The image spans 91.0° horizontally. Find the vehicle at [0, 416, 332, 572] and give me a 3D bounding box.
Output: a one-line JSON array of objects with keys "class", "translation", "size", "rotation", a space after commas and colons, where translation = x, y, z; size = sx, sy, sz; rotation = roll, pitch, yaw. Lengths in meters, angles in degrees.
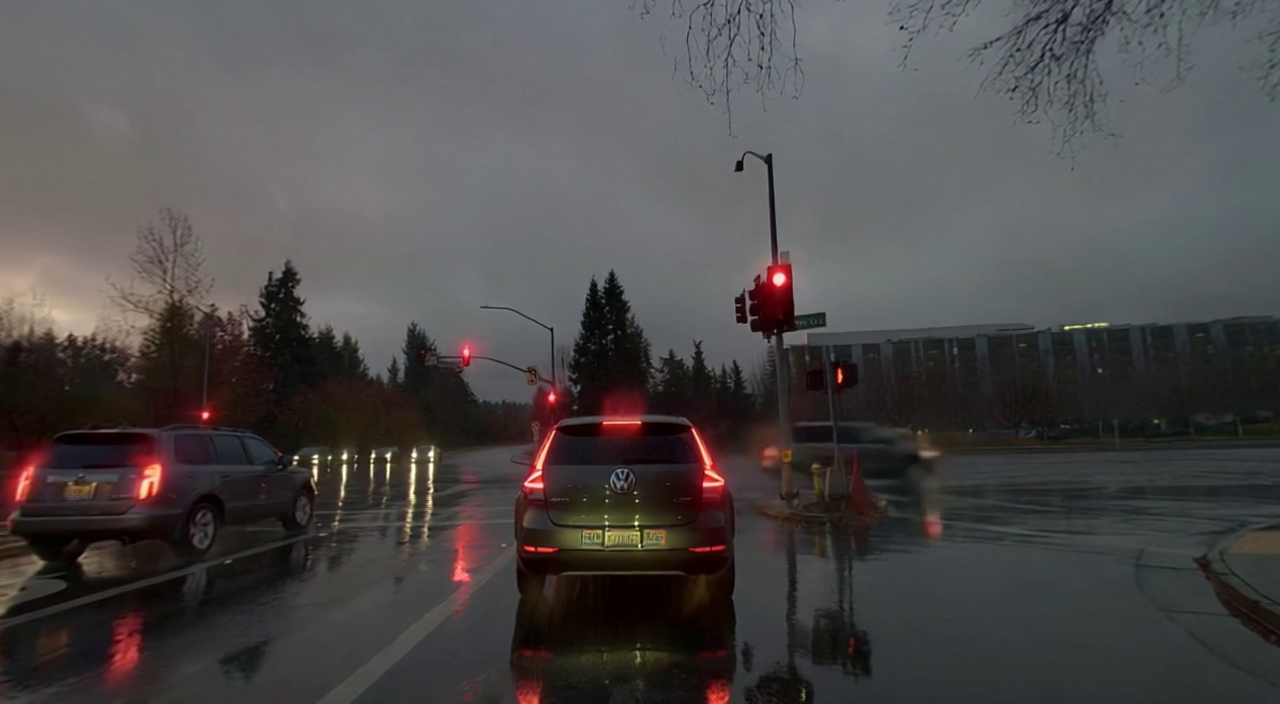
[{"class": "vehicle", "translation": [-6.389, 1.874, 9.088], "size": [2.020, 1.695, 4.187], "rotation": [1, -9, -5]}]

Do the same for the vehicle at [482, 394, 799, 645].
[{"class": "vehicle", "translation": [-0.145, 1.439, 6.436], "size": [2.154, 1.670, 4.140], "rotation": [1, -9, -5]}]

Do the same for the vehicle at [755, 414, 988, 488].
[{"class": "vehicle", "translation": [6.079, 2.713, 17.336], "size": [5.623, 1.843, 2.147], "rotation": [-1, -9, 9]}]
